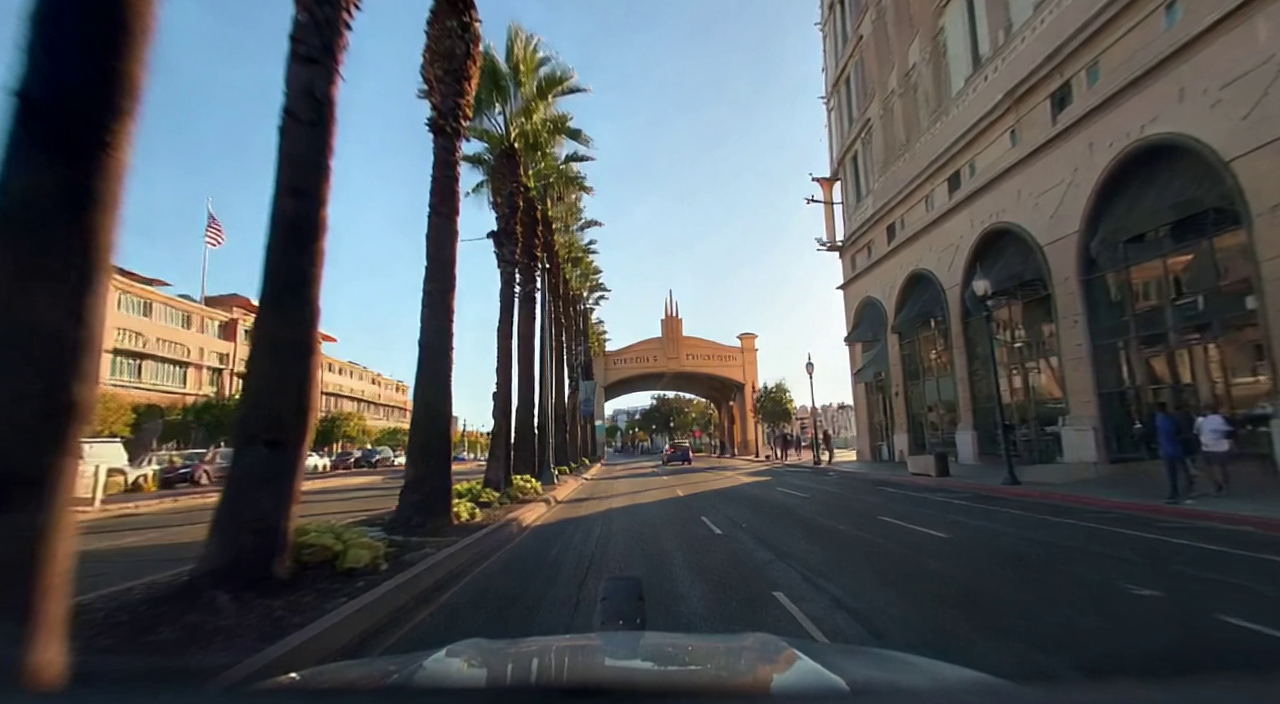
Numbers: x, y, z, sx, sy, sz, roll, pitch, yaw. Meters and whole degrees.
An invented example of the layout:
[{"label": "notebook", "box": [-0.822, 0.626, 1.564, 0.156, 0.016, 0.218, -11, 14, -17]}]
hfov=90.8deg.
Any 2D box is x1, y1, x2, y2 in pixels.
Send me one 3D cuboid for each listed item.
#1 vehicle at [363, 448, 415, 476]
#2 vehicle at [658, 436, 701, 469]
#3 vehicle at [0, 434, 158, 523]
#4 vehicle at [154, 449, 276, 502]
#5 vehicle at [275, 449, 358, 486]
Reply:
[{"label": "vehicle", "box": [-18.517, 8.105, 46.844, 2.136, 1.890, 4.670, -3, -8, -1]}, {"label": "vehicle", "box": [2.525, 6.688, 42.232, 2.284, 2.010, 6.670, 0, -9, -1]}, {"label": "vehicle", "box": [-18.070, 3.712, 19.115, 2.369, 2.332, 5.760, 0, -9, 0]}, {"label": "vehicle", "box": [-17.805, 5.142, 26.838, 1.947, 1.871, 4.855, -4, -8, -1]}, {"label": "vehicle", "box": [-18.179, 6.488, 35.841, 2.049, 1.878, 5.125, 0, -9, -2]}]
